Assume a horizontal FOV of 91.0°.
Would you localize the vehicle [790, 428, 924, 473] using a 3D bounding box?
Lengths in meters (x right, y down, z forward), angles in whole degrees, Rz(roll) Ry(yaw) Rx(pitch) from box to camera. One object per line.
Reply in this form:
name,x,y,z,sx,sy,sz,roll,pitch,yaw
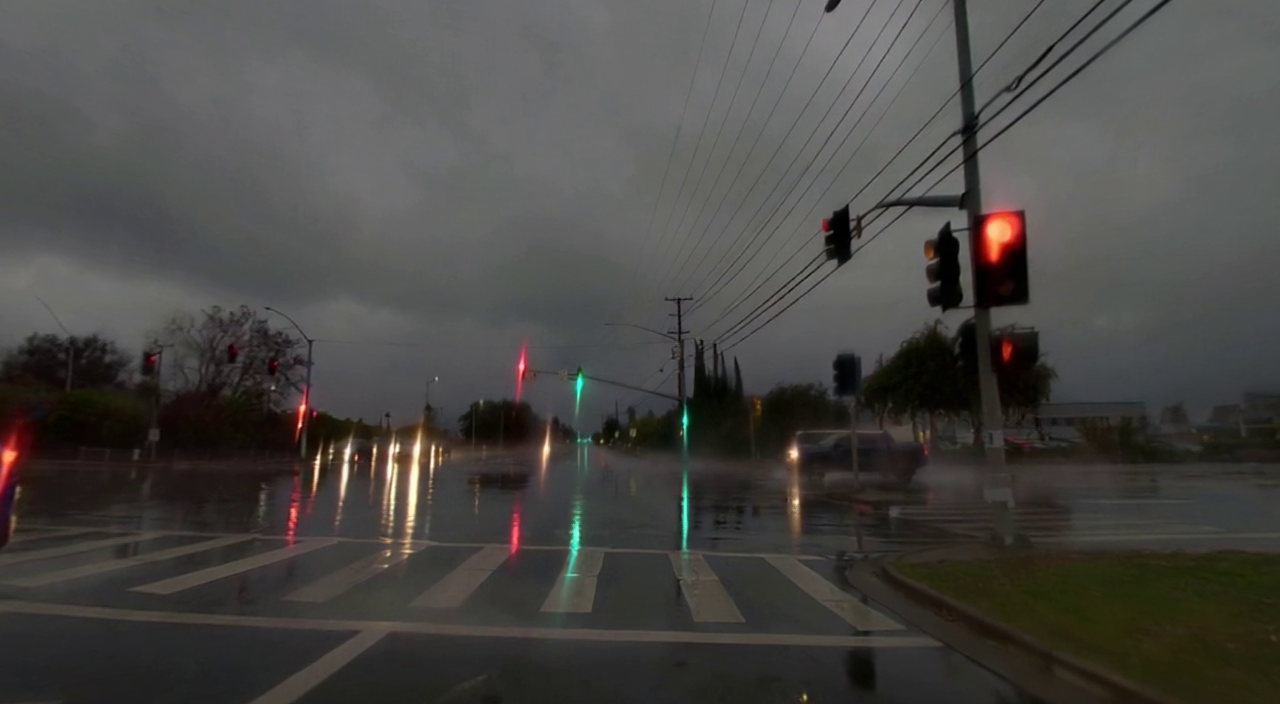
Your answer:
vehicle,8.706,4.013,25.722,4.884,1.714,2.021,-2,-9,12
